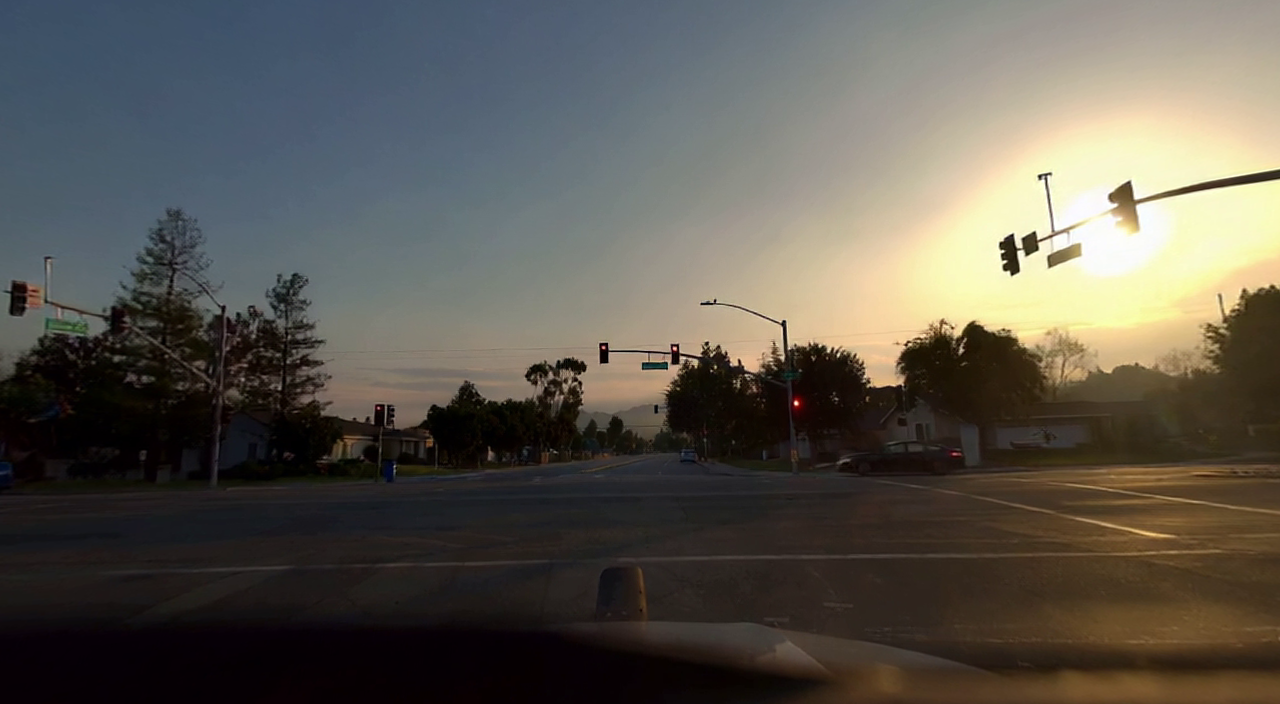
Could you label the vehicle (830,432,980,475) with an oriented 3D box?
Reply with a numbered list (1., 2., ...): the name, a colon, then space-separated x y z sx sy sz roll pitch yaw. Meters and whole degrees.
1. vehicle: 9.477 3.645 22.795 4.562 1.460 1.822 0 -8 -1
